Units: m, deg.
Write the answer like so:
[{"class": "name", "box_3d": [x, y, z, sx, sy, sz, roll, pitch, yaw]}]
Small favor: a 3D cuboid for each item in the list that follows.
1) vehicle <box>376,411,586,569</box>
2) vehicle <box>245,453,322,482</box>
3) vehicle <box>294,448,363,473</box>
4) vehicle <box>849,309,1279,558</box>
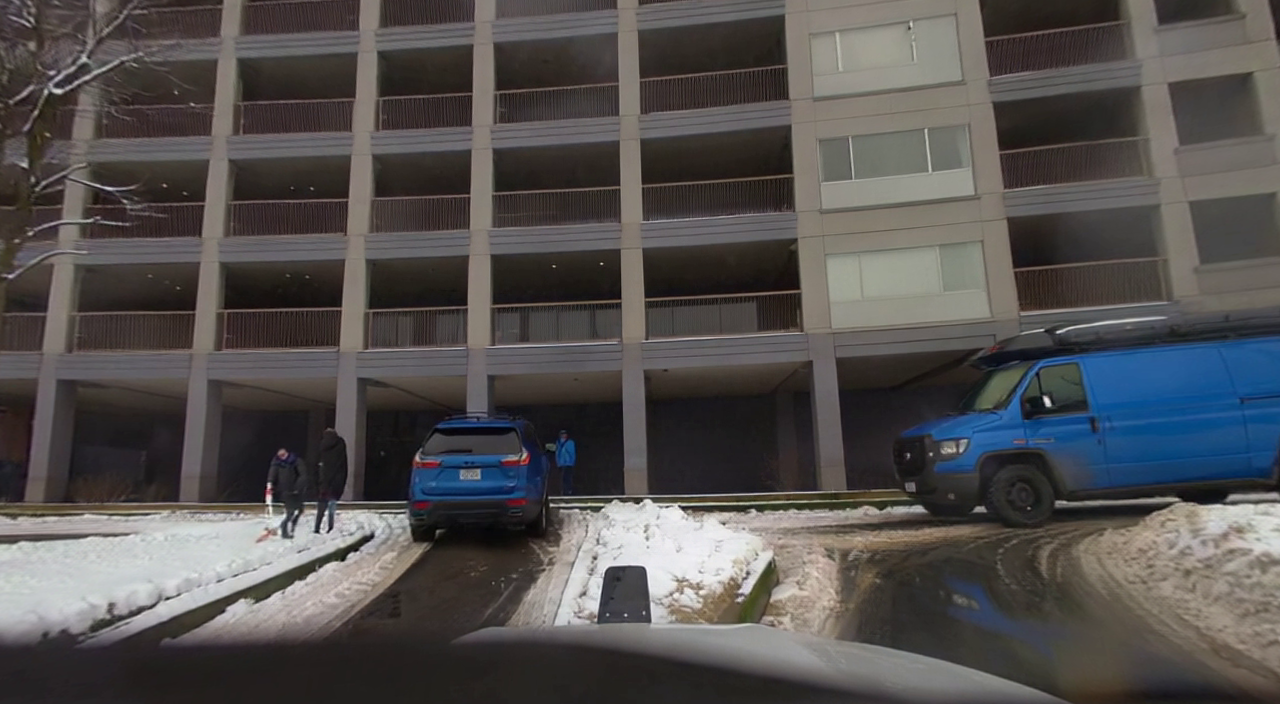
[{"class": "vehicle", "box_3d": [-1.941, 1.838, 9.144, 2.144, 1.733, 4.115, 0, -8, -3]}, {"class": "vehicle", "box_3d": [-19.446, 6.290, 34.513, 3.467, 1.456, 1.649, 4, -9, -24]}, {"class": "vehicle", "box_3d": [-19.878, 6.933, 40.315, 3.692, 1.509, 1.803, 3, -9, -20]}, {"class": "vehicle", "box_3d": [6.663, 1.053, 8.235, 6.932, 2.753, 2.446, 0, -8, 1]}]
